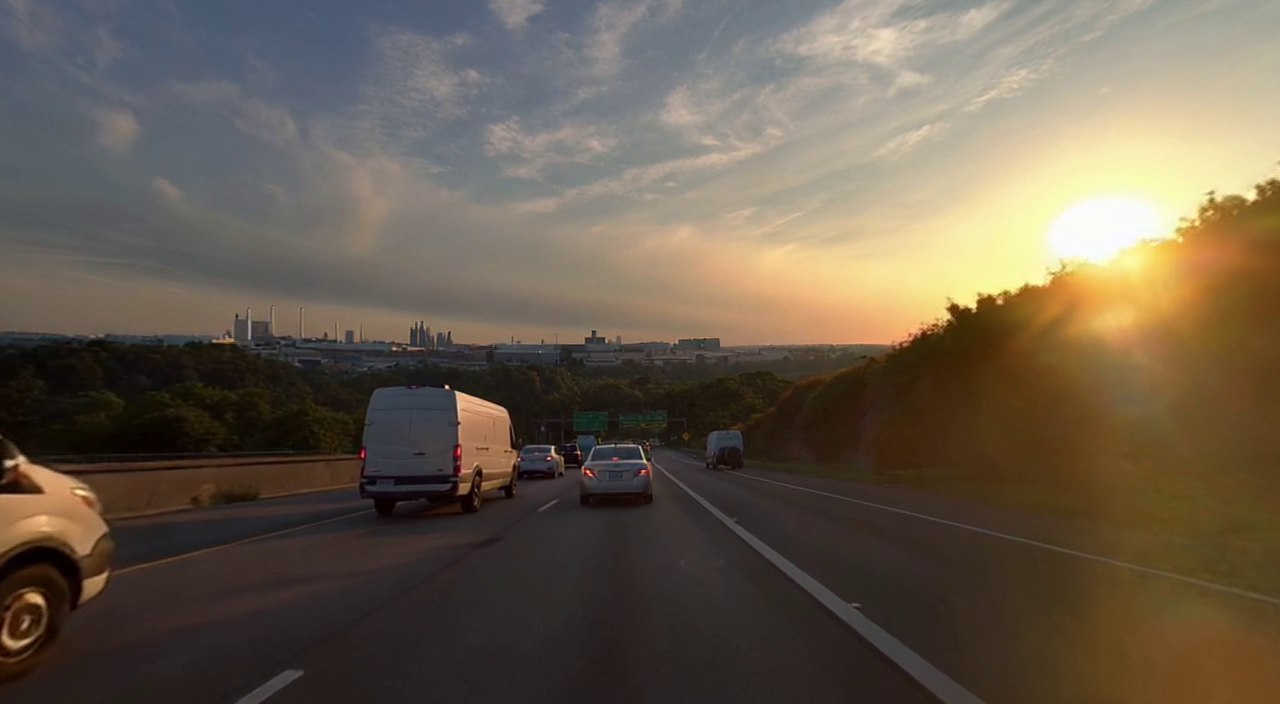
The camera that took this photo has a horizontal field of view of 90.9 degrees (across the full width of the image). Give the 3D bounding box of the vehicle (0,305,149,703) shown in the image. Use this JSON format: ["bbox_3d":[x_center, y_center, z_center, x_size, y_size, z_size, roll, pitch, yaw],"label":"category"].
[{"bbox_3d":[-4.004,0.491,1.156,2.253,1.892,4.823,0,-9,0],"label":"vehicle"}]

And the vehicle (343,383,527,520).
[{"bbox_3d":[-4.574,2.445,15.655,2.248,2.626,6.837,0,-9,0],"label":"vehicle"}]

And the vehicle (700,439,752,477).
[{"bbox_3d":[4.242,5.313,31.820,2.003,1.754,4.134,0,-9,0],"label":"vehicle"}]

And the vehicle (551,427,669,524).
[{"bbox_3d":[-0.525,2.493,13.157,2.093,1.695,3.782,0,-9,0],"label":"vehicle"}]
